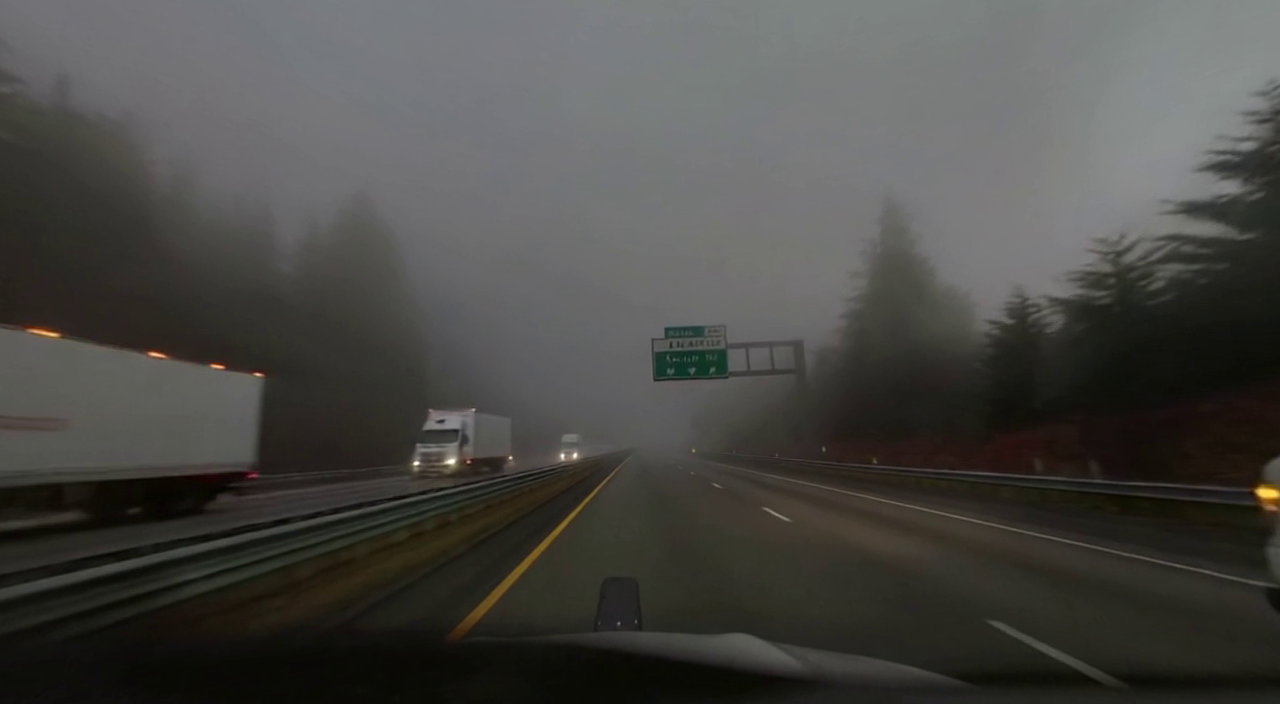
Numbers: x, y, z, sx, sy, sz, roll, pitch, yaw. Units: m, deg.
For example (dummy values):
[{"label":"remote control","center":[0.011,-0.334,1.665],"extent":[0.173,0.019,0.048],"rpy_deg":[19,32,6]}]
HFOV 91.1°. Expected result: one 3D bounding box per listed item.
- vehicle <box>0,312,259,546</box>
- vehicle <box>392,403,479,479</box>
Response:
[{"label":"vehicle","center":[-12.791,1.437,11.508],"extent":[2.885,4.101,14.066],"rpy_deg":[0,-9,0]},{"label":"vehicle","center":[-12.680,5.651,39.660],"extent":[3.294,4.337,6.316],"rpy_deg":[0,-9,0]}]
